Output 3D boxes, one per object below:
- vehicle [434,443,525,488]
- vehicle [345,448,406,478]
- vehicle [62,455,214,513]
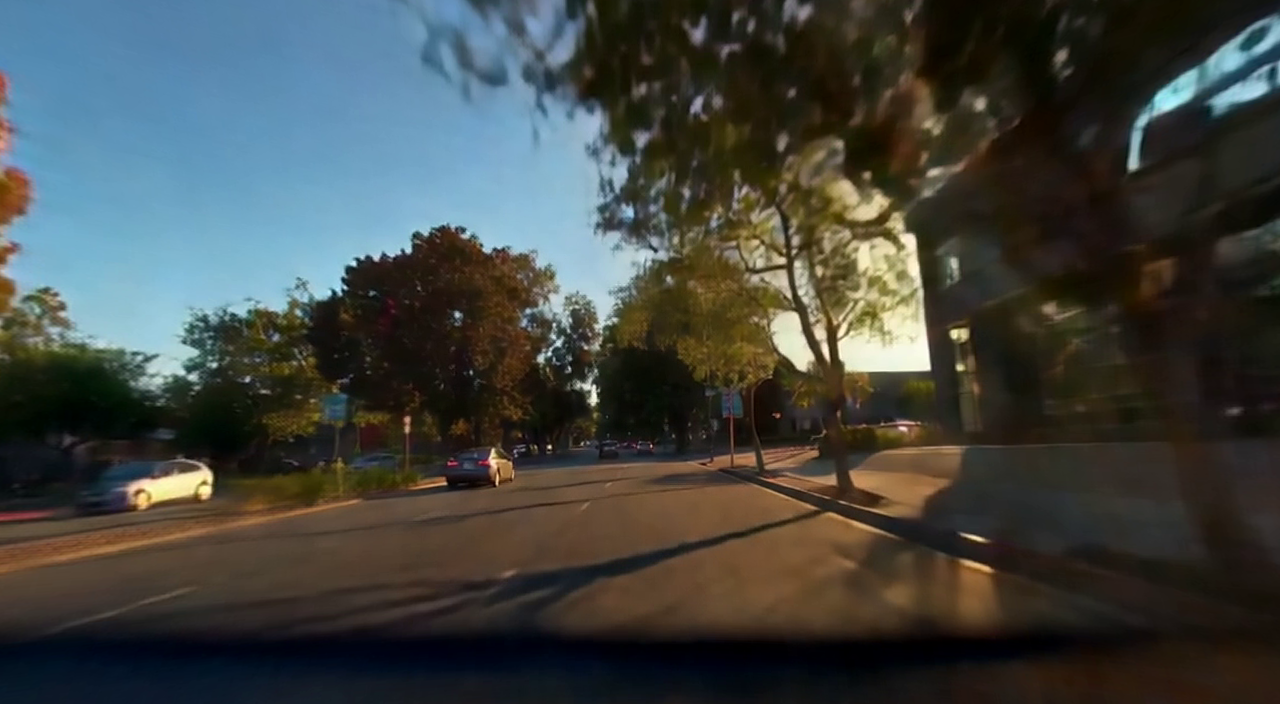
[{"bbox_3d":[-5.687,4.056,22.889,2.072,1.427,4.328,-1,-8,1],"label":"vehicle"},{"bbox_3d":[-17.388,7.296,41.666,2.027,1.773,4.501,0,-8,0],"label":"vehicle"},{"bbox_3d":[-17.515,4.569,22.317,1.800,1.736,4.287,-1,-8,1],"label":"vehicle"}]
